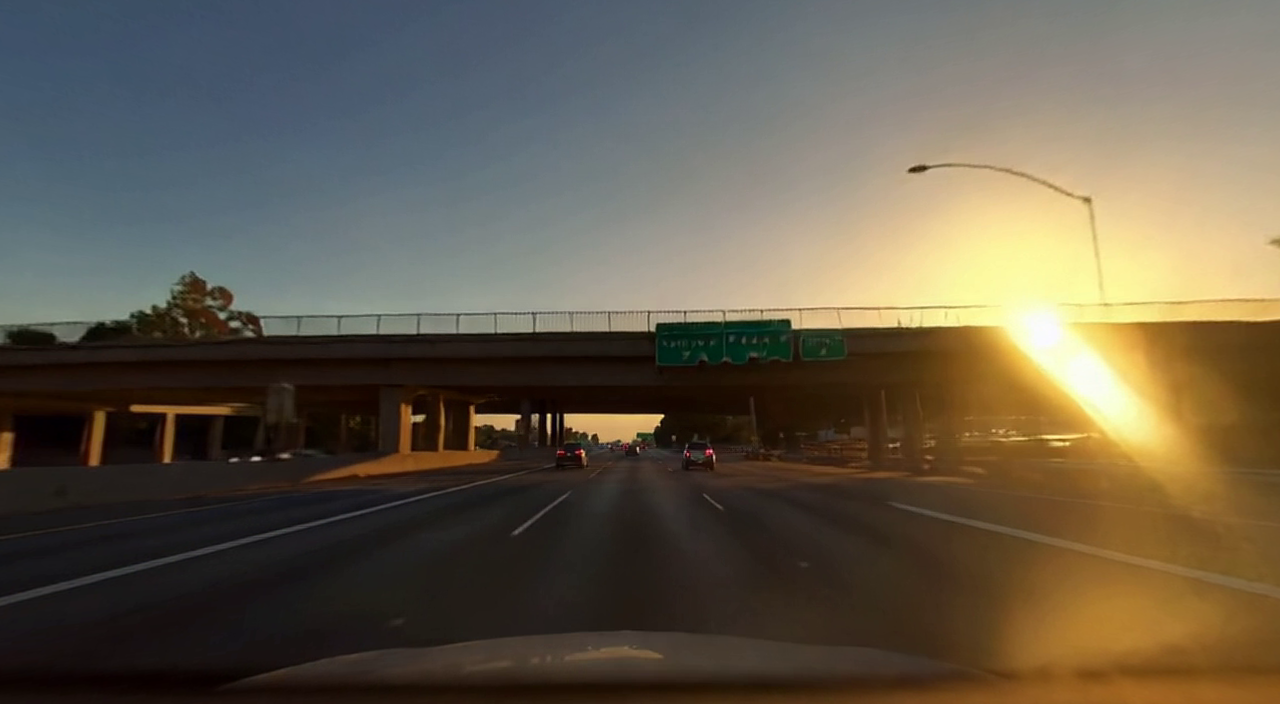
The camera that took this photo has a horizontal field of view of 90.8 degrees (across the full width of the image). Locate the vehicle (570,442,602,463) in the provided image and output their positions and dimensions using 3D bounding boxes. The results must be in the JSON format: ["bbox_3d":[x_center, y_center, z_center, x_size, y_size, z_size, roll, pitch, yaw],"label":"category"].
[{"bbox_3d":[-4.038,7.624,48.074,2.091,1.544,4.409,0,-8,0],"label":"vehicle"}]

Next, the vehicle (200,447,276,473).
[{"bbox_3d":[-24.760,6.636,39.080,1.917,1.522,4.179,0,-8,1],"label":"vehicle"}]
